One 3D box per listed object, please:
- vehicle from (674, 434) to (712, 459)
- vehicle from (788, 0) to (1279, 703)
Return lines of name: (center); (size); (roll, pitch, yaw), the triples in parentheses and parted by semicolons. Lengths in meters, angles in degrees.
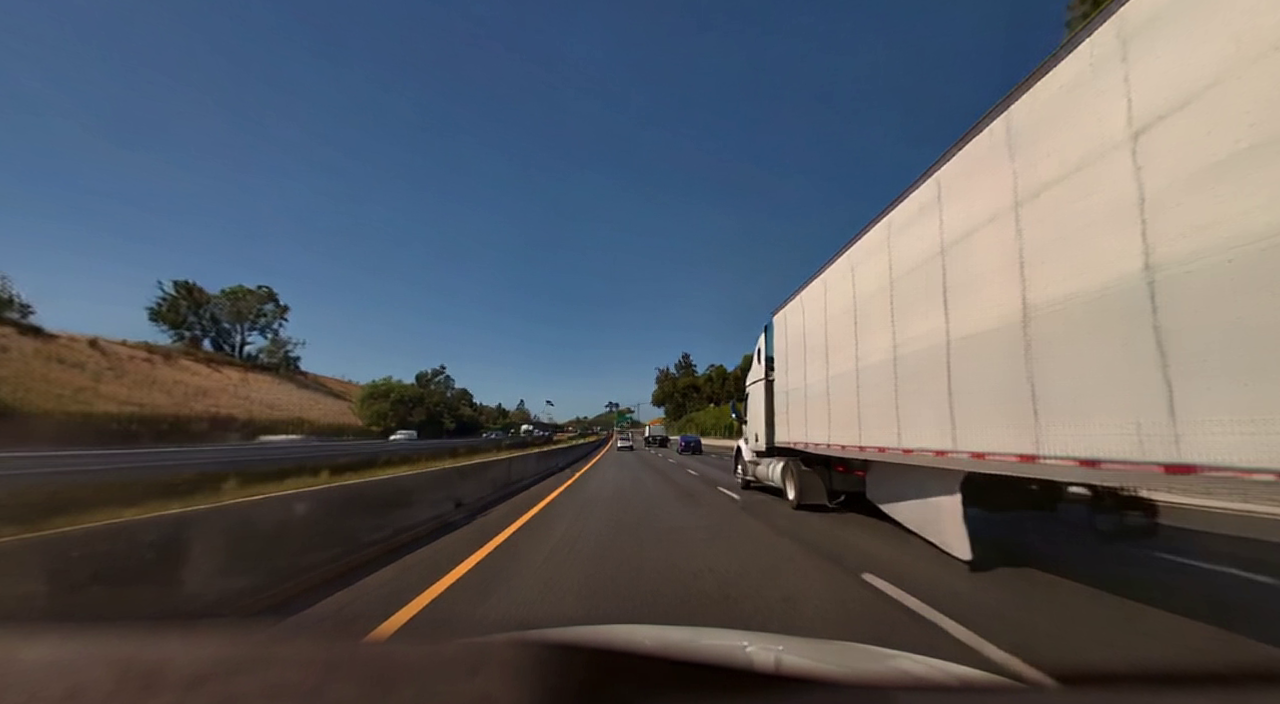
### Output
vehicle: (3.237, 5.886, 39.377); (1.813, 1.454, 4.197); (0, -7, -2)
vehicle: (4.290, -0.166, 4.160); (2.965, 4.033, 14.299); (0, -7, -1)
